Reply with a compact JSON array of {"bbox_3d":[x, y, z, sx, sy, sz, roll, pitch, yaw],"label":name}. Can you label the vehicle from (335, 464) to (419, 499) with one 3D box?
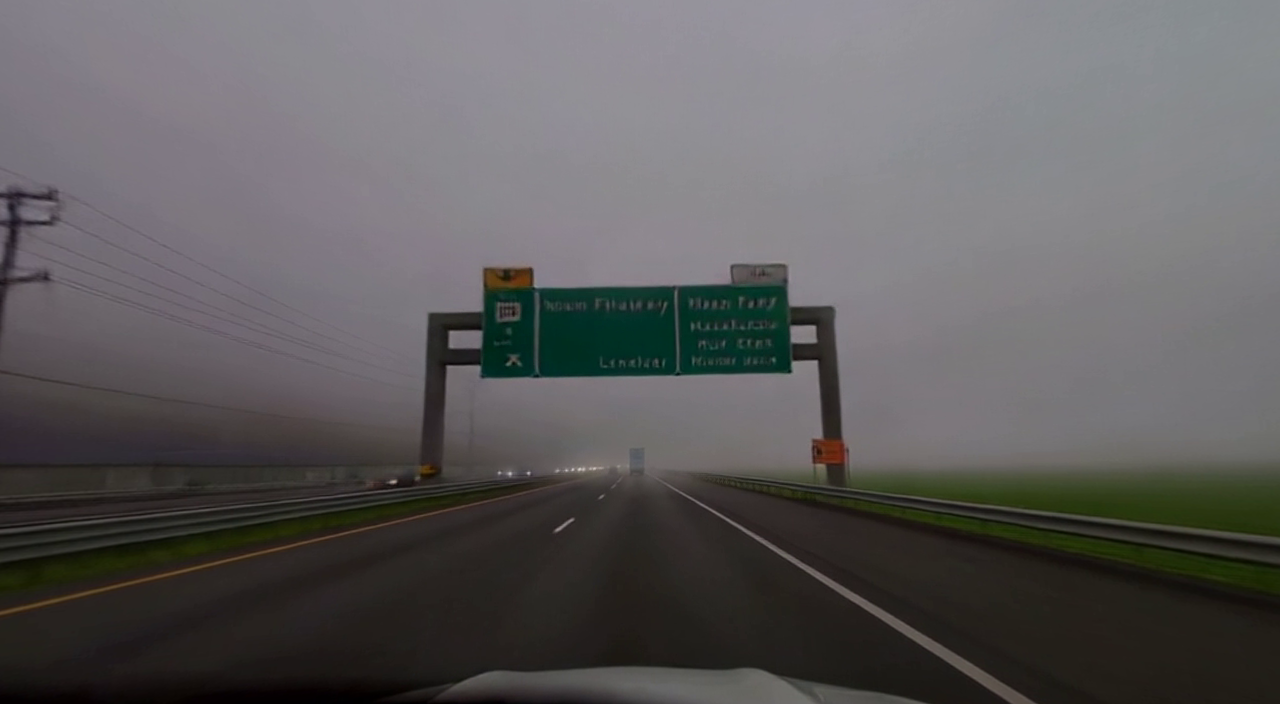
[{"bbox_3d":[-12.078,5.968,29.290,1.865,1.450,4.555,1,-10,0],"label":"vehicle"}]
